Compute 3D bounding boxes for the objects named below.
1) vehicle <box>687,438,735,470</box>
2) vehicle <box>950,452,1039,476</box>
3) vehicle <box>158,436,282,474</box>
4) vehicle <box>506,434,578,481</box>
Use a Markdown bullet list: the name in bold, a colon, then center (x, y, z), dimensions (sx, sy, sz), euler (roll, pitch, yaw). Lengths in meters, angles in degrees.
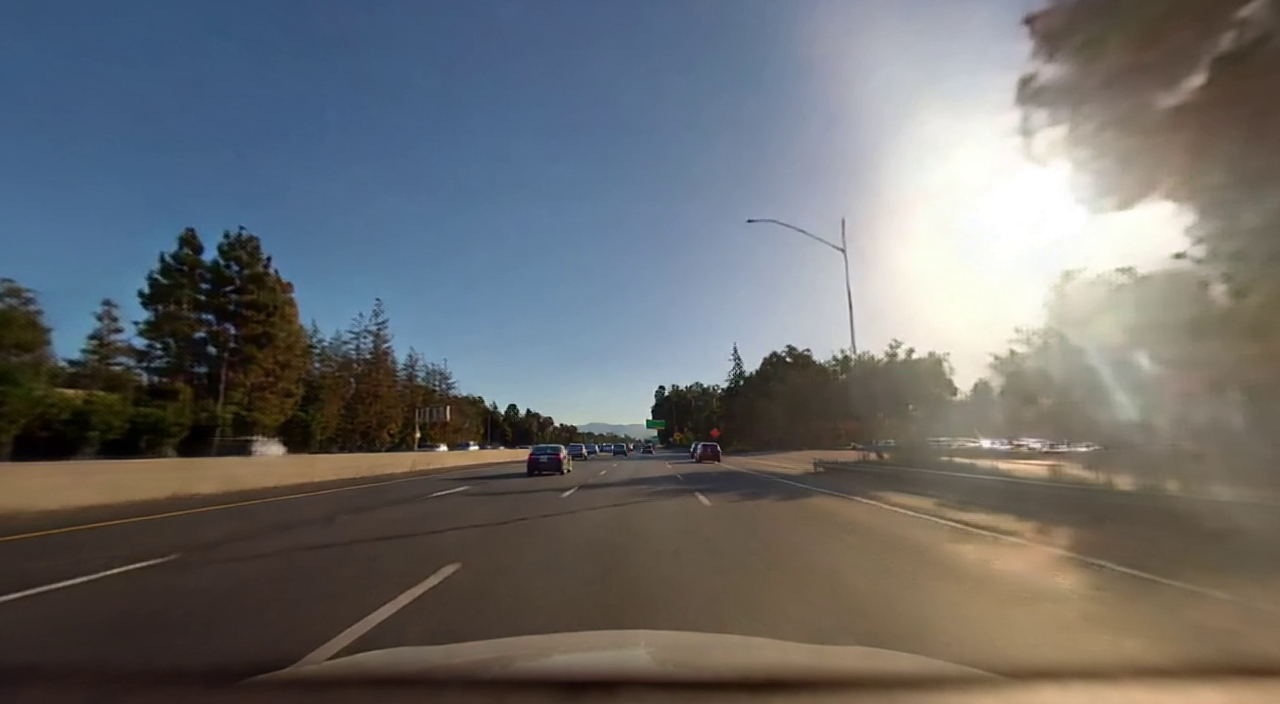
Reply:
- **vehicle**: center (4.039, 5.860, 36.467), dimensions (2.229, 1.704, 4.392), euler (0, -8, 0)
- **vehicle**: center (22.900, 7.235, 40.834), dimensions (4.578, 1.468, 2.021), euler (0, -8, -4)
- **vehicle**: center (-20.977, 5.160, 31.927), dimensions (2.254, 1.745, 5.708), euler (0, -8, 1)
- **vehicle**: center (-3.889, 4.305, 25.927), dimensions (2.196, 1.733, 4.355), euler (0, -8, 1)
